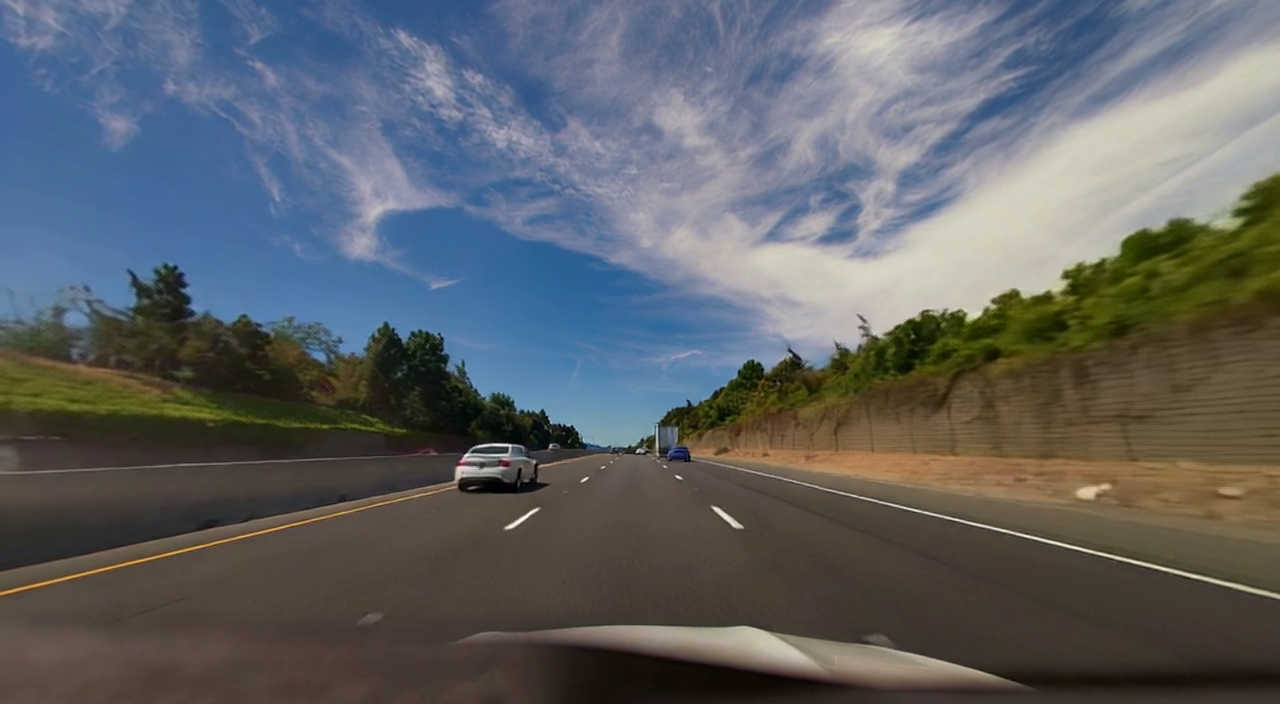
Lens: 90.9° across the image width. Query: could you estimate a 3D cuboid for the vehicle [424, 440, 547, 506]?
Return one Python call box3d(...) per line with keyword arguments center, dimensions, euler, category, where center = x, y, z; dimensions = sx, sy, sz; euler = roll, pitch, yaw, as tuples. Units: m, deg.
box3d(center=(-4.120, 3.318, 17.880), dimensions=(2.129, 1.559, 5.272), euler=(0, -9, 1), category="vehicle")
